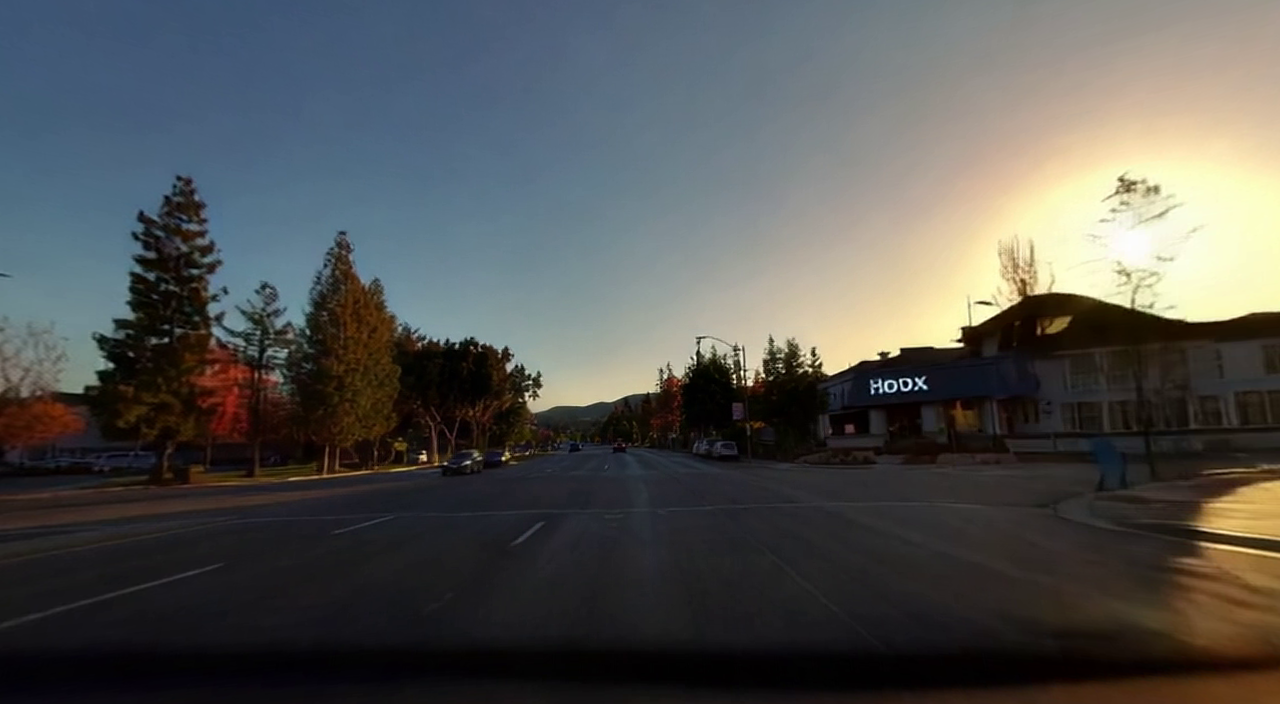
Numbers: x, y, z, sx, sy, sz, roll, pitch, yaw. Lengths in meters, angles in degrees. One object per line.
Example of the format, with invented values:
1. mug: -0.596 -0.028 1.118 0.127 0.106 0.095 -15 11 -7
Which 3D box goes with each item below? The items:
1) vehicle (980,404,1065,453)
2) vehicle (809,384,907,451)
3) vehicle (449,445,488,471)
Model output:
1. vehicle: 25.907 5.300 43.122 4.543 3.105 4.010 -5 -10 28
2. vehicle: 15.951 4.864 45.772 9.886 4.618 0.062 5 -10 -30
3. vehicle: -11.793 7.285 43.570 1.813 1.727 3.009 0 -9 1
